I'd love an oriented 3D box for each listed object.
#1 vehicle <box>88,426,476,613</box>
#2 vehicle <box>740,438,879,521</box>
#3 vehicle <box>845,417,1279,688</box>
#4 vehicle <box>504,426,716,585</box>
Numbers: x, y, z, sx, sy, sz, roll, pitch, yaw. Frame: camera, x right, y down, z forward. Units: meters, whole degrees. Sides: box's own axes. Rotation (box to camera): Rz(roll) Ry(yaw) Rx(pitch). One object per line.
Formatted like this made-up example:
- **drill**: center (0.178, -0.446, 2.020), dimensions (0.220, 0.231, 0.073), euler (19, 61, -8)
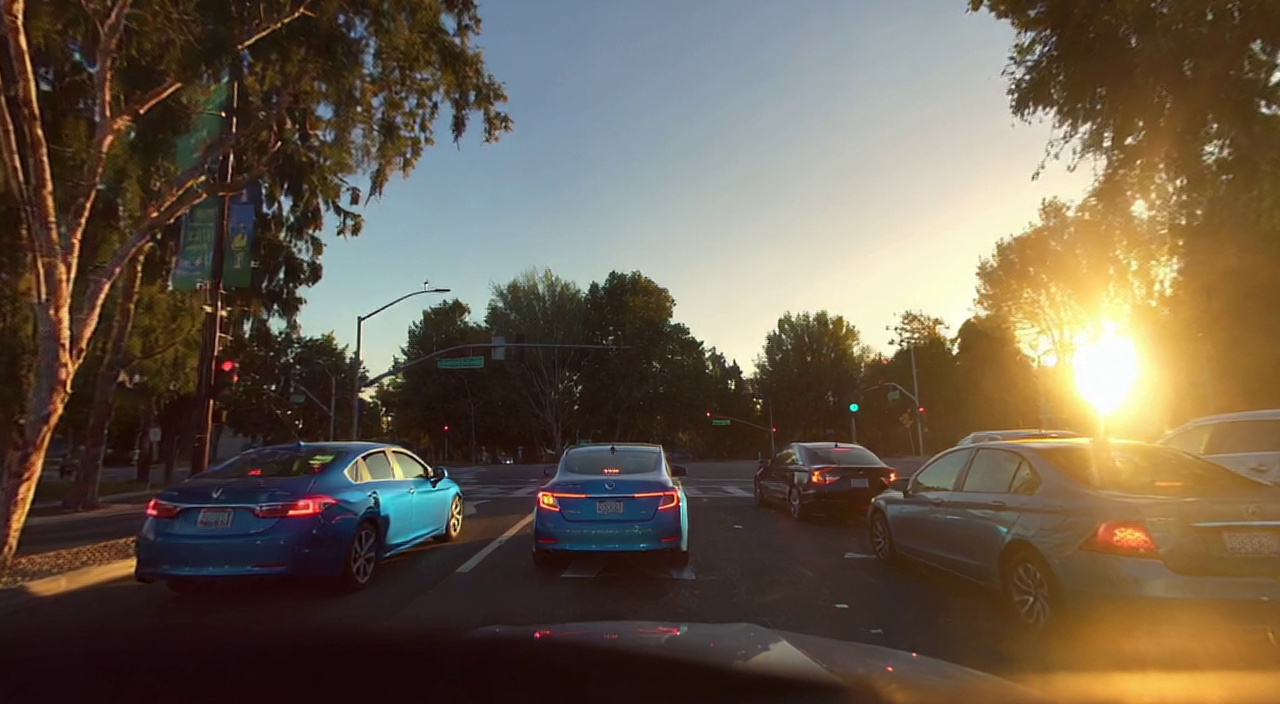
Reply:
- **vehicle**: center (-3.372, 1.640, 7.120), dimensions (1.929, 1.457, 4.136), euler (0, -9, 0)
- **vehicle**: center (3.398, 2.614, 13.490), dimensions (1.852, 1.498, 3.825), euler (0, -9, -1)
- **vehicle**: center (3.606, 1.437, 5.766), dimensions (1.953, 1.471, 4.470), euler (0, -9, 0)
- **vehicle**: center (-0.304, 1.726, 7.842), dimensions (1.994, 1.479, 3.647), euler (0, -9, -1)
